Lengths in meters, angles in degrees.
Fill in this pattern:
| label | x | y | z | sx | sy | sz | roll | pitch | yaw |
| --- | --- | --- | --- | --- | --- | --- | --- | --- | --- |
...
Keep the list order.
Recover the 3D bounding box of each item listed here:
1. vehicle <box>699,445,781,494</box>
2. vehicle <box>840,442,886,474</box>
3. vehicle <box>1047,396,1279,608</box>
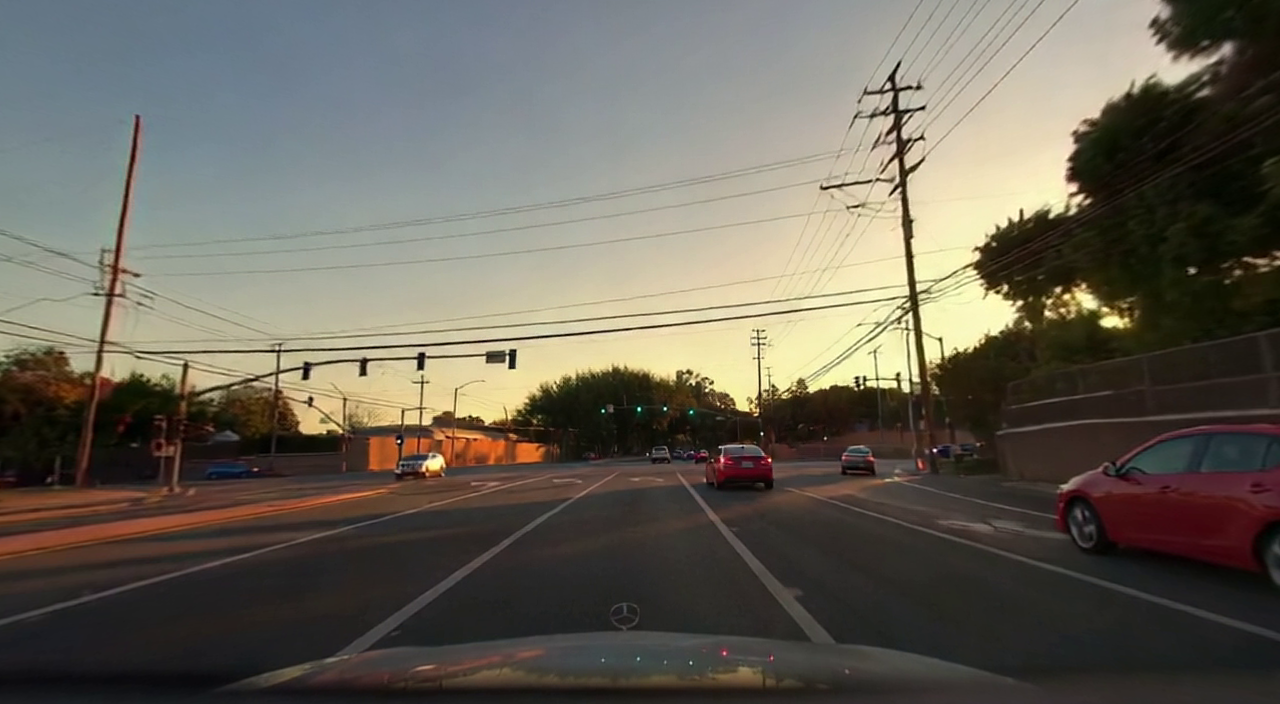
| label | x | y | z | sx | sy | sz | roll | pitch | yaw |
| --- | --- | --- | --- | --- | --- | --- | --- | --- | --- |
| vehicle | 3.257 | 3.909 | 21.472 | 2.035 | 1.460 | 4.392 | 0 | -8 | -1 |
| vehicle | 13.169 | 6.264 | 37.537 | 1.949 | 1.758 | 4.215 | -2 | -8 | 11 |
| vehicle | 6.488 | 1.401 | 6.212 | 2.029 | 1.795 | 4.371 | 0 | -8 | 0 |
